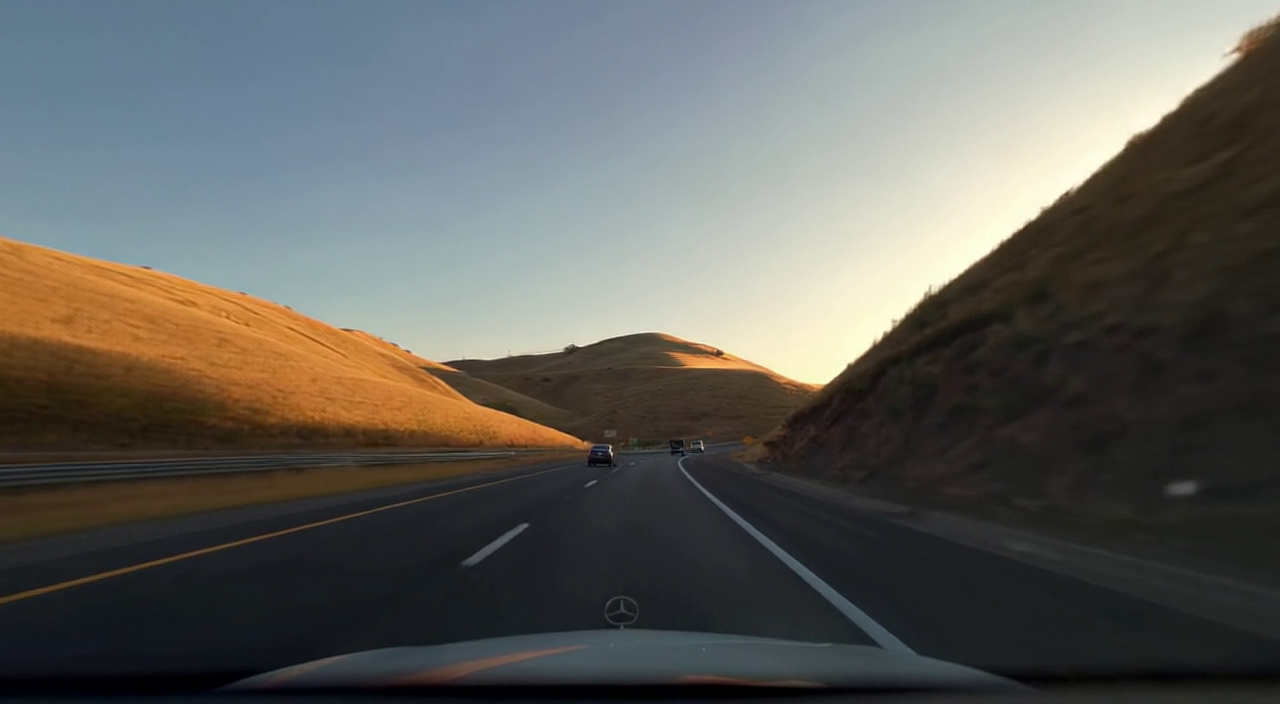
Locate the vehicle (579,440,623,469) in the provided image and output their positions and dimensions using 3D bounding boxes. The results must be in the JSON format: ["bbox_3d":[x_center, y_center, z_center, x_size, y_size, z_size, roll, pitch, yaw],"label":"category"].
[{"bbox_3d":[-2.421,6.536,40.572,2.252,1.743,4.560,-1,-9,3],"label":"vehicle"}]
